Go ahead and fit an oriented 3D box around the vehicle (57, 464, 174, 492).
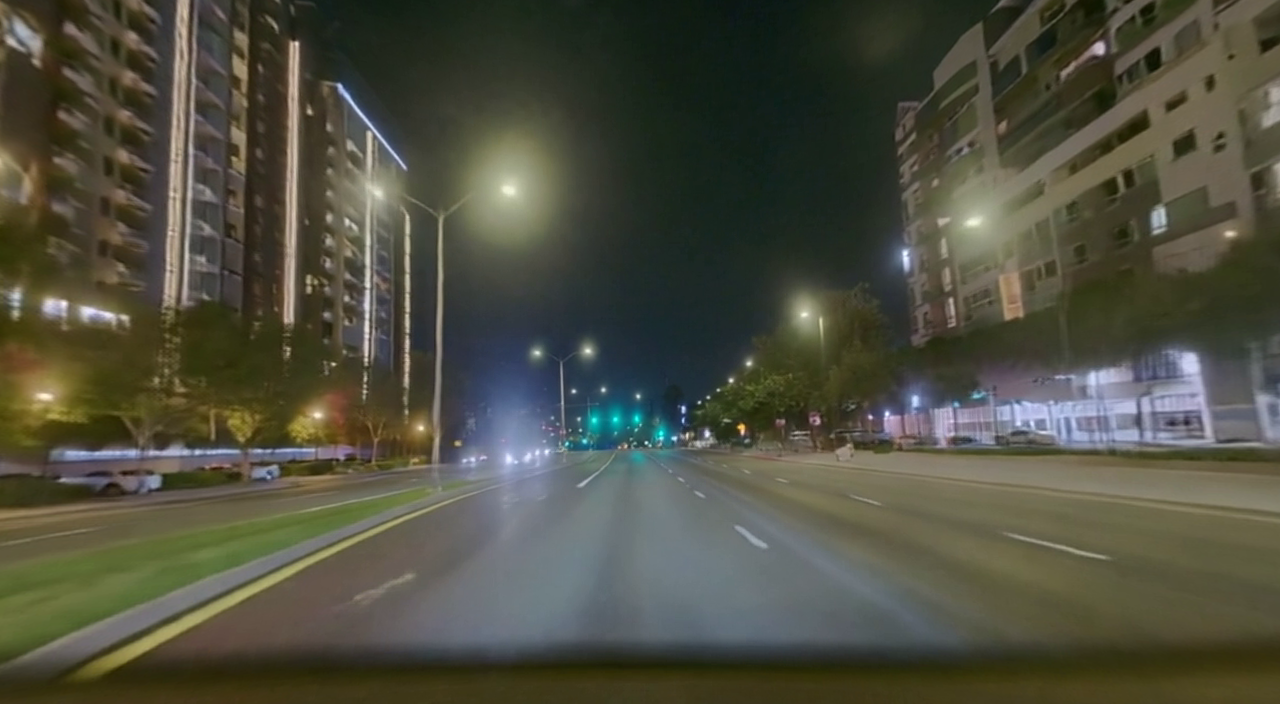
[{"bbox_3d":[-30.128,7.234,36.402,4.851,1.519,2.112,0,-8,1],"label":"vehicle"}]
